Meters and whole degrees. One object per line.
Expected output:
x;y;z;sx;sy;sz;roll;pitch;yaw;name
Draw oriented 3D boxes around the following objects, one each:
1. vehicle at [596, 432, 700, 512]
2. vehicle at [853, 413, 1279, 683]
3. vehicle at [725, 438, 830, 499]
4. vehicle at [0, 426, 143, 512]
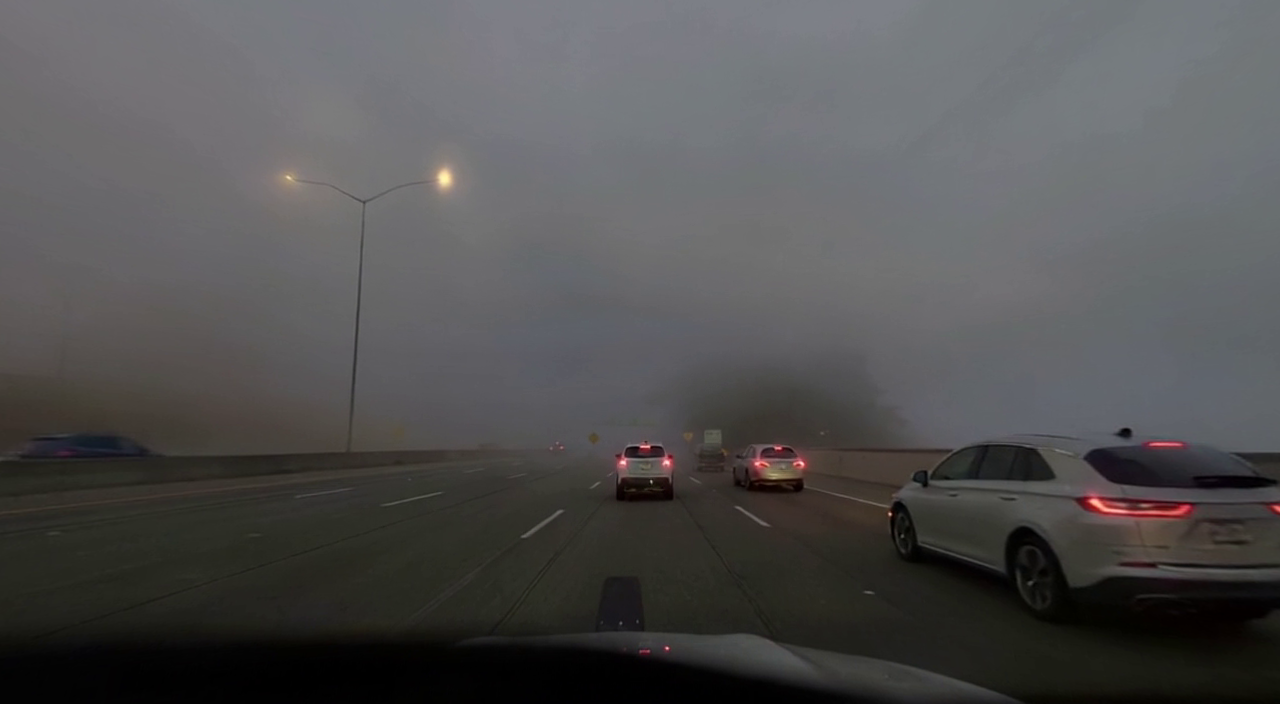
0.166;2.661;14.378;2.044;1.554;3.824;0;-9;0;vehicle
3.723;1.434;5.794;1.979;1.504;4.377;0;-9;0;vehicle
3.746;3.251;17.934;2.044;1.523;3.947;0;-9;-1;vehicle
-14.028;2.553;13.983;2.104;1.728;4.679;0;-9;0;vehicle
